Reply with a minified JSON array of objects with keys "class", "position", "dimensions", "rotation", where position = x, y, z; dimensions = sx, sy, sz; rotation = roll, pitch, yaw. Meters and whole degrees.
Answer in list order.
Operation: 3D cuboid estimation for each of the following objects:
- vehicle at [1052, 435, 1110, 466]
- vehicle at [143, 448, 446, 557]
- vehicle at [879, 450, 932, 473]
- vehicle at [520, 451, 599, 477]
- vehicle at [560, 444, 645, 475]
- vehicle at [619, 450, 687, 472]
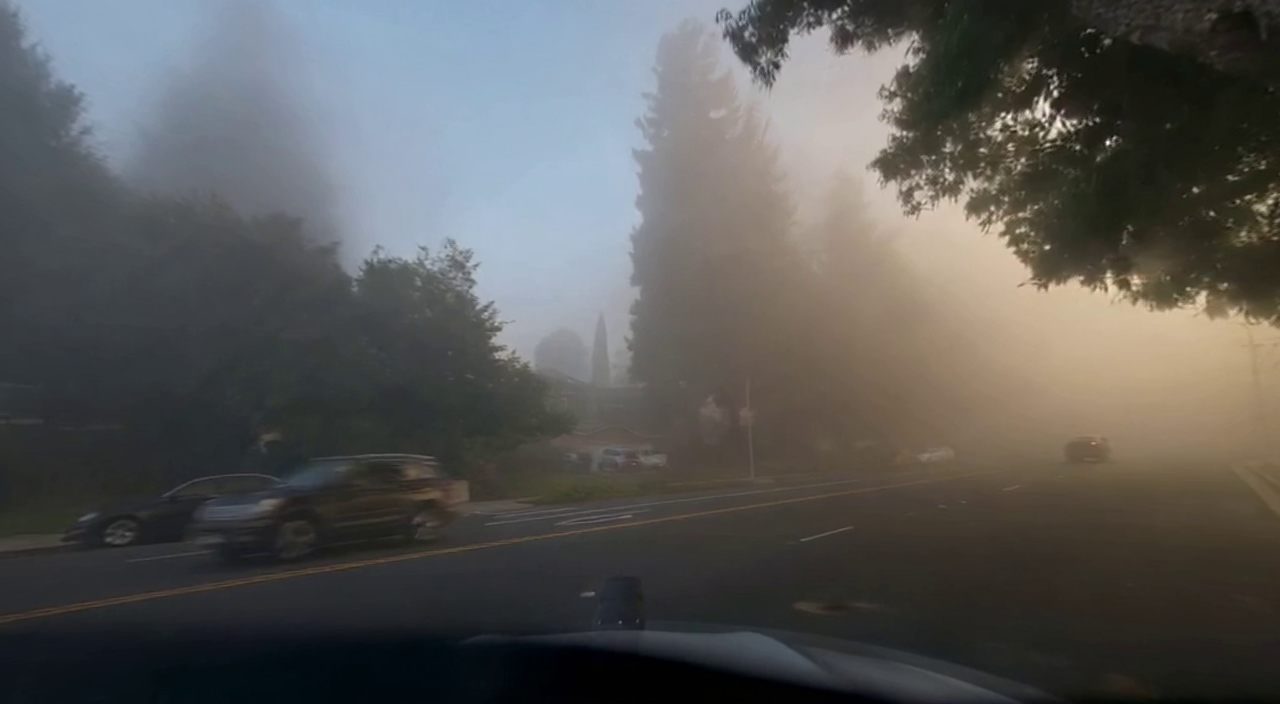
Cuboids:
[{"class":"vehicle","position":[26.704,5.942,38.182],"dimensions":[2.115,1.696,4.473],"rotation":[-8,-12,43]},{"class":"vehicle","position":[-6.602,2.778,12.587],"dimensions":[2.024,1.715,4.789],"rotation":[-8,-12,42]},{"class":"vehicle","position":[19.021,7.810,45.193],"dimensions":[1.936,1.489,4.311],"rotation":[-8,-12,43]},{"class":"vehicle","position":[-5.078,6.937,39.392],"dimensions":[4.937,1.445,2.048],"rotation":[-7,-11,40]},{"class":"vehicle","position":[-2.604,7.132,42.135],"dimensions":[5.866,1.877,2.280],"rotation":[-8,-12,43]},{"class":"vehicle","position":[0.907,7.717,44.817],"dimensions":[4.326,1.452,2.121],"rotation":[-5,-10,30]}]
